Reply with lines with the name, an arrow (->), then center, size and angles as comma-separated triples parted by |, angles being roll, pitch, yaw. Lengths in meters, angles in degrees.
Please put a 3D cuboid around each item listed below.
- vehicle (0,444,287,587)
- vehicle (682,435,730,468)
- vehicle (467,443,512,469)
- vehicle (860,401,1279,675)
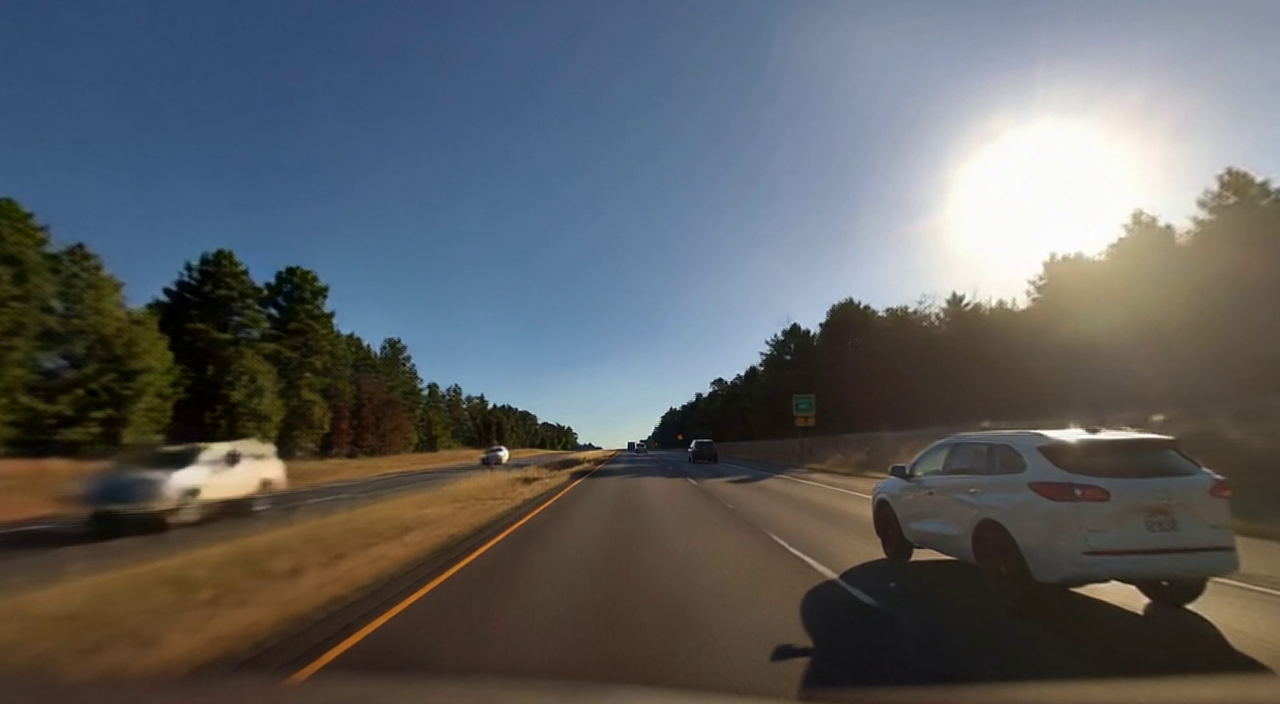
vehicle -> -7.423, 2.130, 9.173 | 1.993, 1.508, 4.492 | 0, -8, -1
vehicle -> 3.500, 5.383, 34.319 | 2.043, 1.673, 4.016 | 0, -8, -2
vehicle -> -11.263, 7.791, 47.526 | 2.323, 1.799, 4.546 | 0, -8, 0
vehicle -> 3.802, 1.331, 5.692 | 1.999, 1.501, 4.221 | 0, -8, -1
